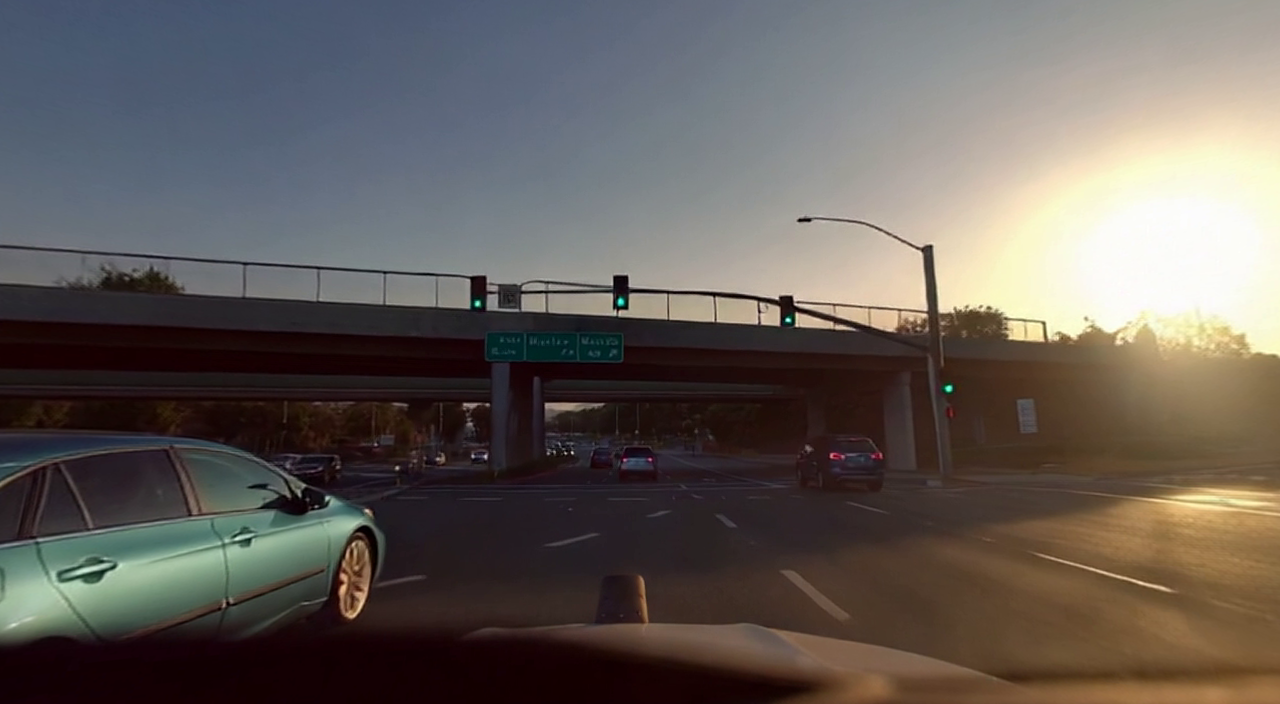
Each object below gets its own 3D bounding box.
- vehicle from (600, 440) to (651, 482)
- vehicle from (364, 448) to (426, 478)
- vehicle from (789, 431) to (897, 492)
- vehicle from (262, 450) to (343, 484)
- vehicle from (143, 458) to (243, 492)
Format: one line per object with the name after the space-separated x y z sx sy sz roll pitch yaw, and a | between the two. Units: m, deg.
-0.574 4.949 29.003 2.060 1.768 4.681 0 -8 2 | vehicle
-16.375 7.383 42.480 2.132 1.664 4.720 -4 -8 2 | vehicle
6.629 3.614 21.203 2.074 1.785 4.320 0 -8 -1 | vehicle
-19.272 6.550 36.398 1.990 1.789 4.973 0 -8 -1 | vehicle
-23.356 6.407 33.264 1.849 1.539 4.665 0 -8 -1 | vehicle
